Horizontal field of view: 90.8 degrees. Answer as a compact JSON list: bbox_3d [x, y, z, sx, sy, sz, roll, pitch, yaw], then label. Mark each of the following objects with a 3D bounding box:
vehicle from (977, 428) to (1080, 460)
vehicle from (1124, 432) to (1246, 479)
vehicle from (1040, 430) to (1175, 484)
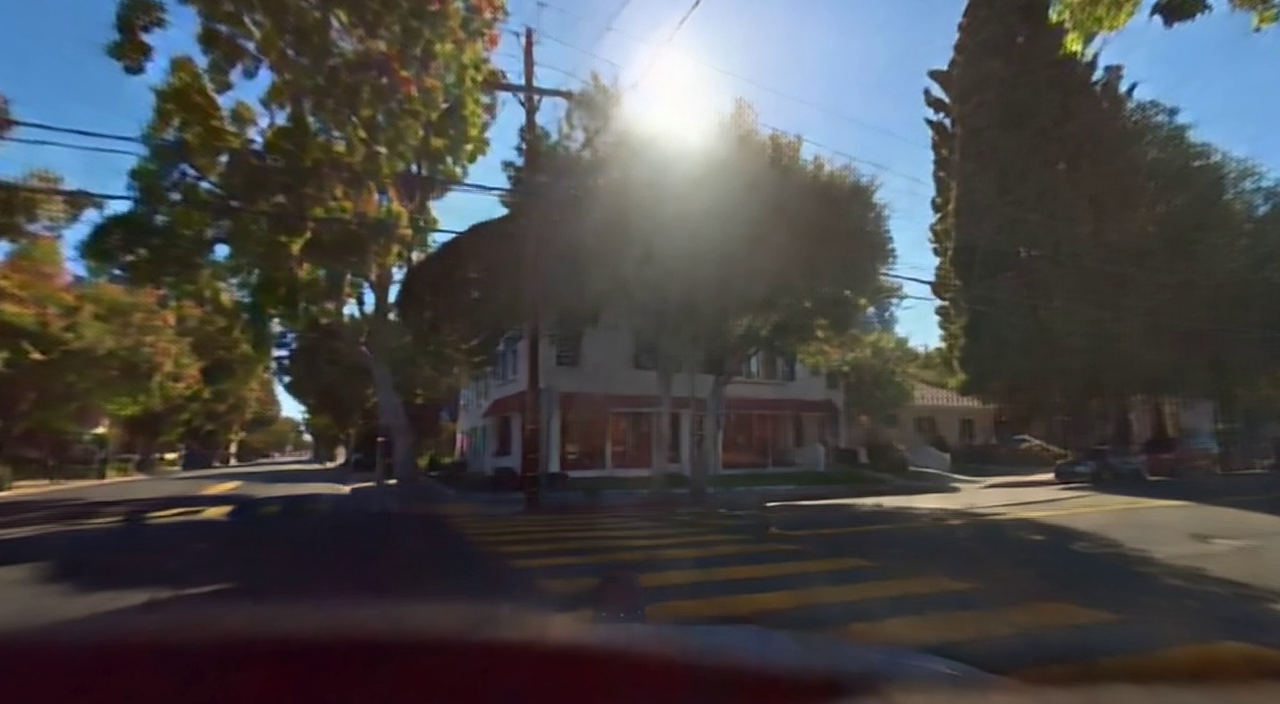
[{"bbox_3d":[22.046,5.247,36.080,2.033,1.725,4.492,5,-9,-30],"label":"vehicle"},{"bbox_3d":[21.863,4.136,25.354,4.318,1.723,1.913,4,-9,-24],"label":"vehicle"},{"bbox_3d":[17.146,3.816,23.149,4.509,1.775,1.975,5,-9,-26],"label":"vehicle"}]
